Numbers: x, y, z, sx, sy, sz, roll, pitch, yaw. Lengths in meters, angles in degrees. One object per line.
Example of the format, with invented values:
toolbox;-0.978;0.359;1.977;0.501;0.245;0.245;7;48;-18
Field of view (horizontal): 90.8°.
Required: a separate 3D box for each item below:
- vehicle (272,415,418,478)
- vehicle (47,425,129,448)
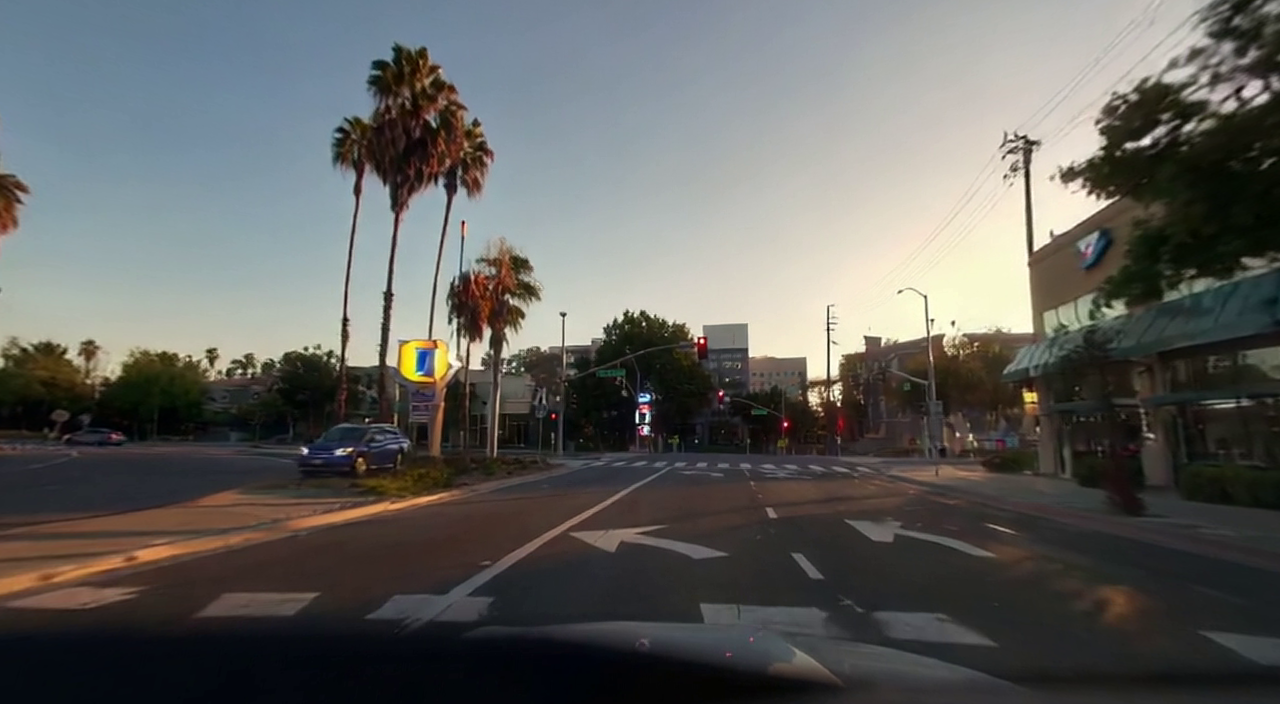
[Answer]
vehicle;-9.504;3.105;20.908;2.109;1.816;4.670;0;-8;7
vehicle;-39.130;5.987;44.820;4.089;1.517;2.014;0;-8;7
